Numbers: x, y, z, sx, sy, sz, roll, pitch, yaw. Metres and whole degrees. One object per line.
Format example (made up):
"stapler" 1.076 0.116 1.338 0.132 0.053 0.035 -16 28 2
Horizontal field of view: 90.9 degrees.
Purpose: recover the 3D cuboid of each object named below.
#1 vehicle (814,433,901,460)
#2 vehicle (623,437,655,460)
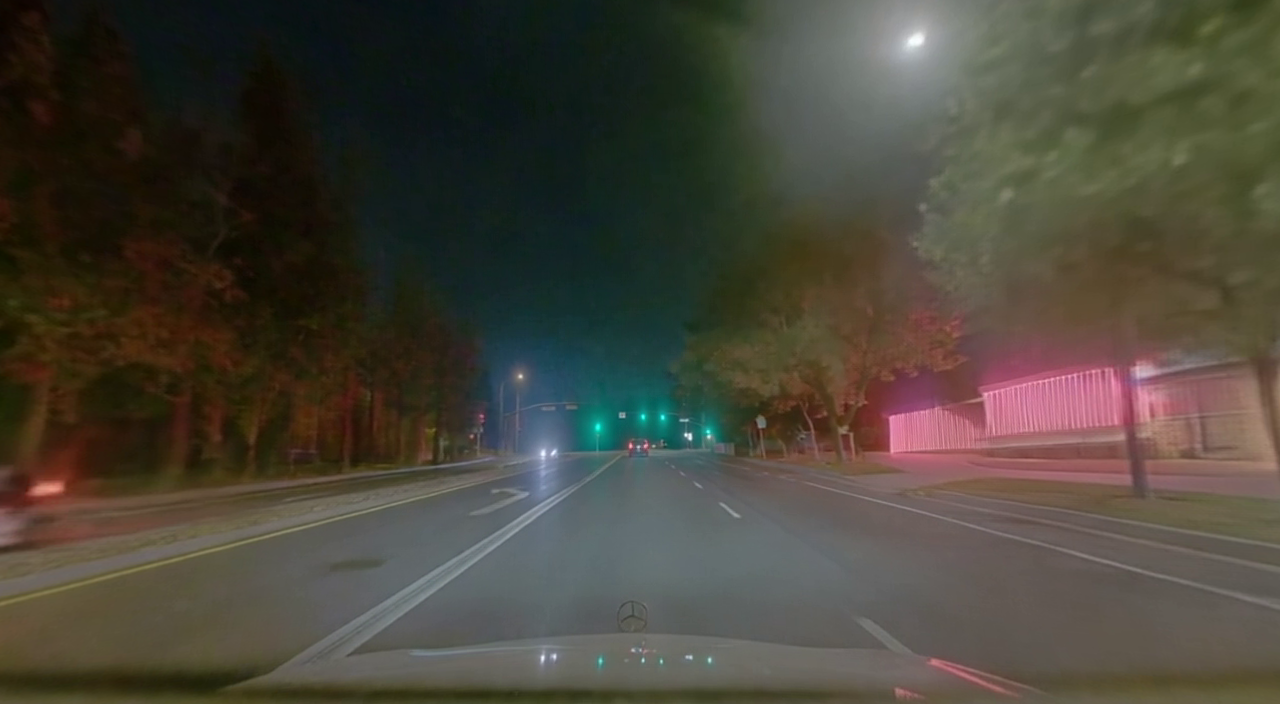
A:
"vehicle" 14.128 6.117 41.027 5.001 1.554 1.961 -3 -8 31
"vehicle" -0.032 7.125 46.695 2.196 1.646 4.109 0 -8 2
